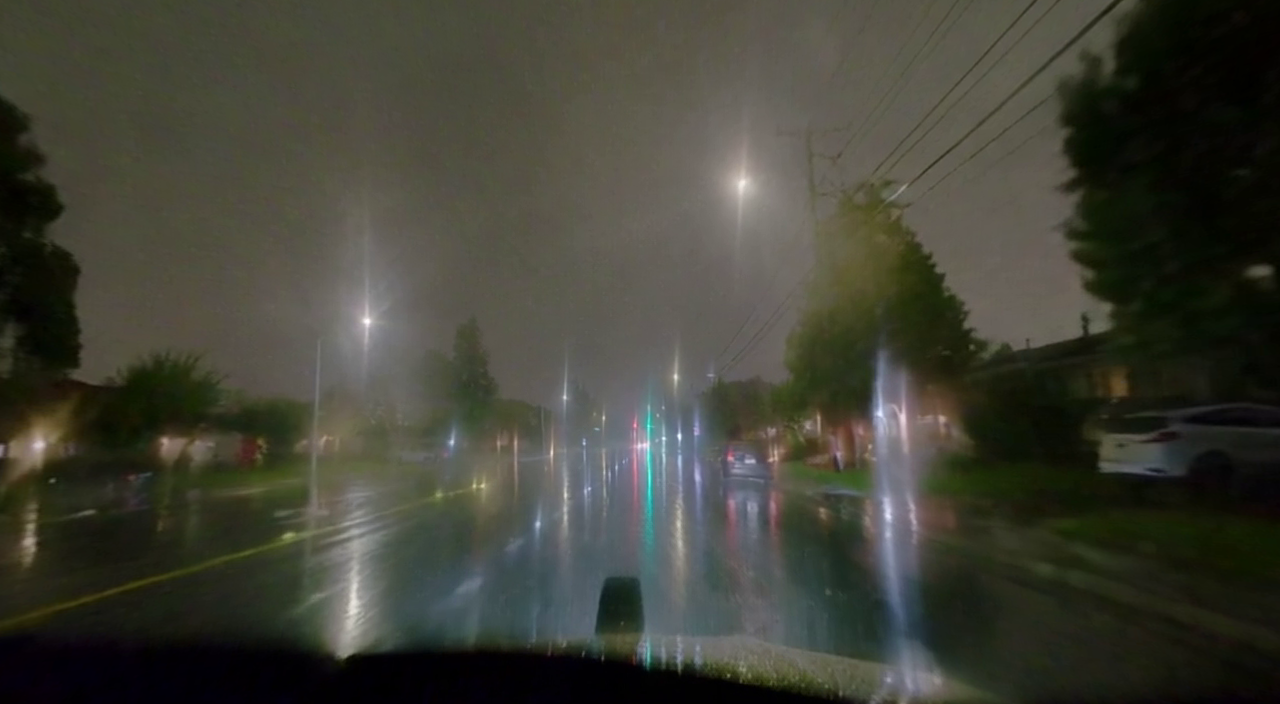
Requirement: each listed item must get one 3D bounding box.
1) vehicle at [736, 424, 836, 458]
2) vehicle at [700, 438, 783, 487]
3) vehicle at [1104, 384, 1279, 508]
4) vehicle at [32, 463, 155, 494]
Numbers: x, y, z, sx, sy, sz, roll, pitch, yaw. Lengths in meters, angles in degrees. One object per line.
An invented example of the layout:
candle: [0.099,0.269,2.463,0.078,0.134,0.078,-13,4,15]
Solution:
vehicle: [9.329,5.790,40.941,5.933,2.038,2.382,1,-9,3]
vehicle: [3.449,3.839,22.439,2.037,1.518,4.904,0,-8,-1]
vehicle: [9.531,1.251,8.887,1.971,1.641,5.191,-4,-7,-1]
vehicle: [-28.533,6.598,33.067,4.637,1.448,2.016,-1,-8,3]
